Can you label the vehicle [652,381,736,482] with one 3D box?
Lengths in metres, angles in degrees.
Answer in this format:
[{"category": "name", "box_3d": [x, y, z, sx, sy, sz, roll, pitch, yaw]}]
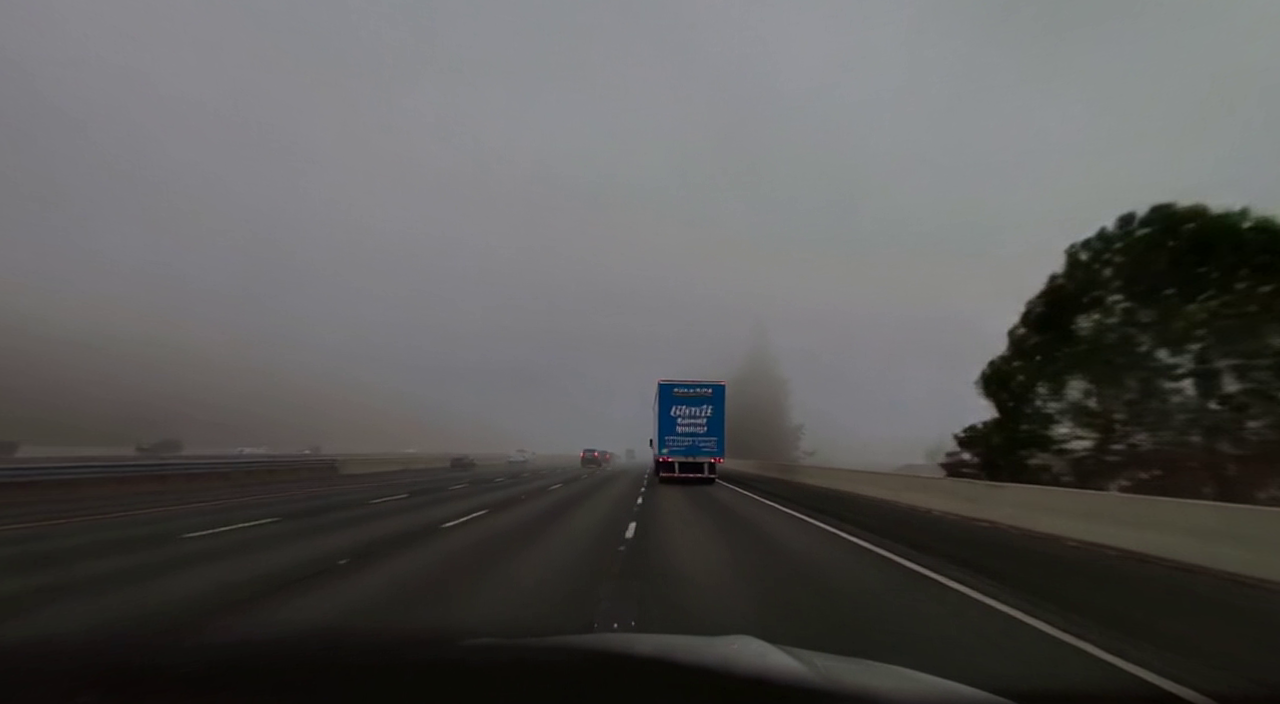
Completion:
[{"category": "vehicle", "box_3d": [2.334, 4.432, 33.638, 3.140, 4.100, 15.551, 0, -9, 0]}]
